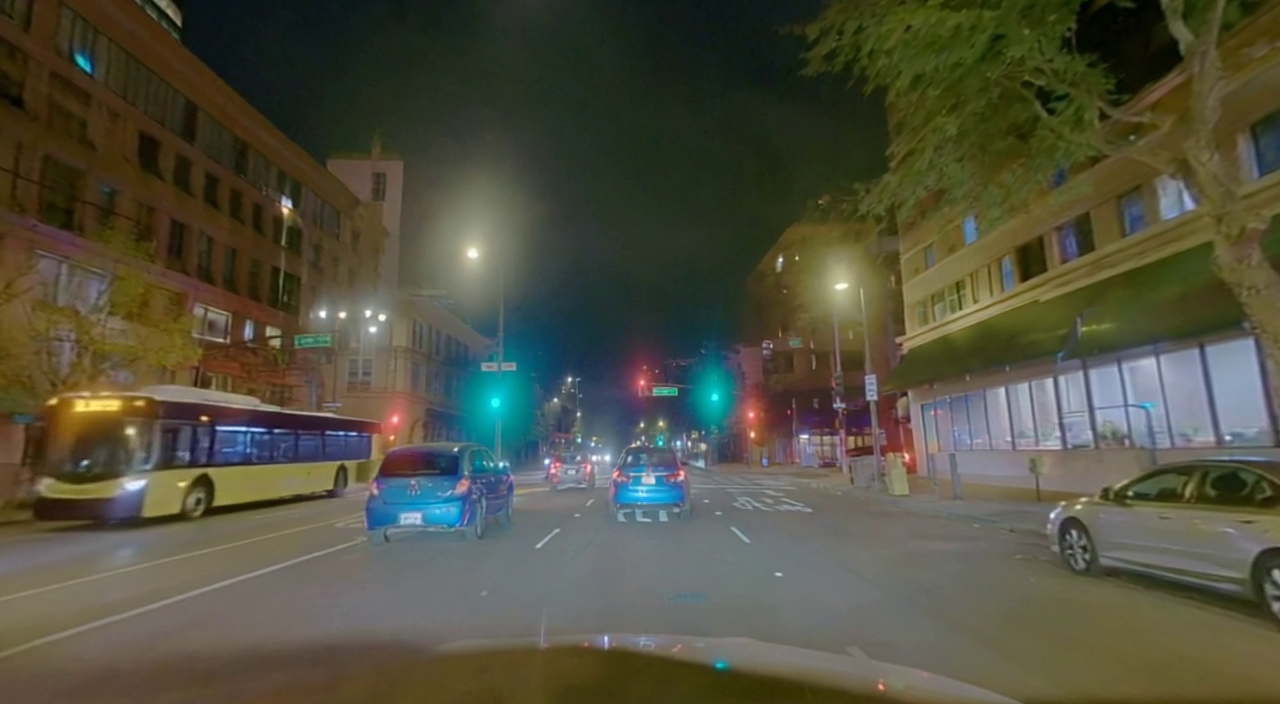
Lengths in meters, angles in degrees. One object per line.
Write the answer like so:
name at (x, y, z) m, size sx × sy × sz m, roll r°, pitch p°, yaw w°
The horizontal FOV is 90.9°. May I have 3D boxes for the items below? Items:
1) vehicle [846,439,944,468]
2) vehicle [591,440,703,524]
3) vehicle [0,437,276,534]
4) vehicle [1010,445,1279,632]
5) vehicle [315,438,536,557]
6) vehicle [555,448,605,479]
vehicle at (16.424, 6.562, 40.780) m, size 5.345 × 1.811 × 2.175 m, roll 0°, pitch -9°, yaw -1°
vehicle at (0.088, 2.633, 13.258) m, size 2.022 × 1.481 × 3.564 m, roll 0°, pitch -9°, yaw -1°
vehicle at (-10.323, 2.734, 13.551) m, size 2.252 × 1.701 × 4.404 m, roll 0°, pitch -9°, yaw 1°
vehicle at (5.987, 1.661, 6.210) m, size 1.873 × 1.453 × 4.579 m, roll 0°, pitch -9°, yaw 0°
vehicle at (-3.098, 2.202, 10.320) m, size 1.970 × 1.492 × 4.534 m, roll 0°, pitch -9°, yaw 1°
vehicle at (-3.015, 5.713, 32.538) m, size 2.131 × 1.486 × 4.089 m, roll 0°, pitch -9°, yaw 0°
